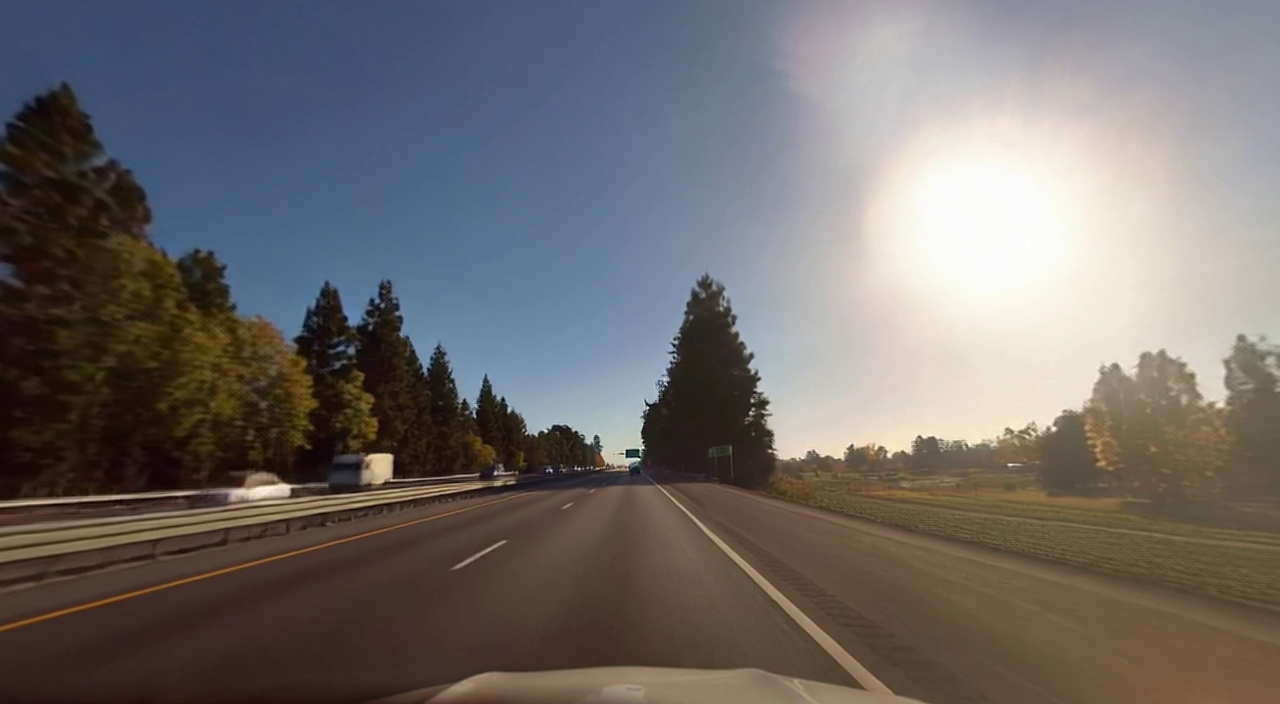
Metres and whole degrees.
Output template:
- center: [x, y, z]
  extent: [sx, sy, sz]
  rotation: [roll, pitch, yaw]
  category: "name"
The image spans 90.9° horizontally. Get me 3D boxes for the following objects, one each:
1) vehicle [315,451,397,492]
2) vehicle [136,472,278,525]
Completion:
- center: [-17.016, 7.218, 38.095]
  extent: [2.405, 2.219, 5.323]
  rotation: [1, -11, 0]
  category: "vehicle"
- center: [-13.265, 4.484, 19.646]
  extent: [1.654, 1.429, 3.974]
  rotation: [1, -11, -2]
  category: "vehicle"
